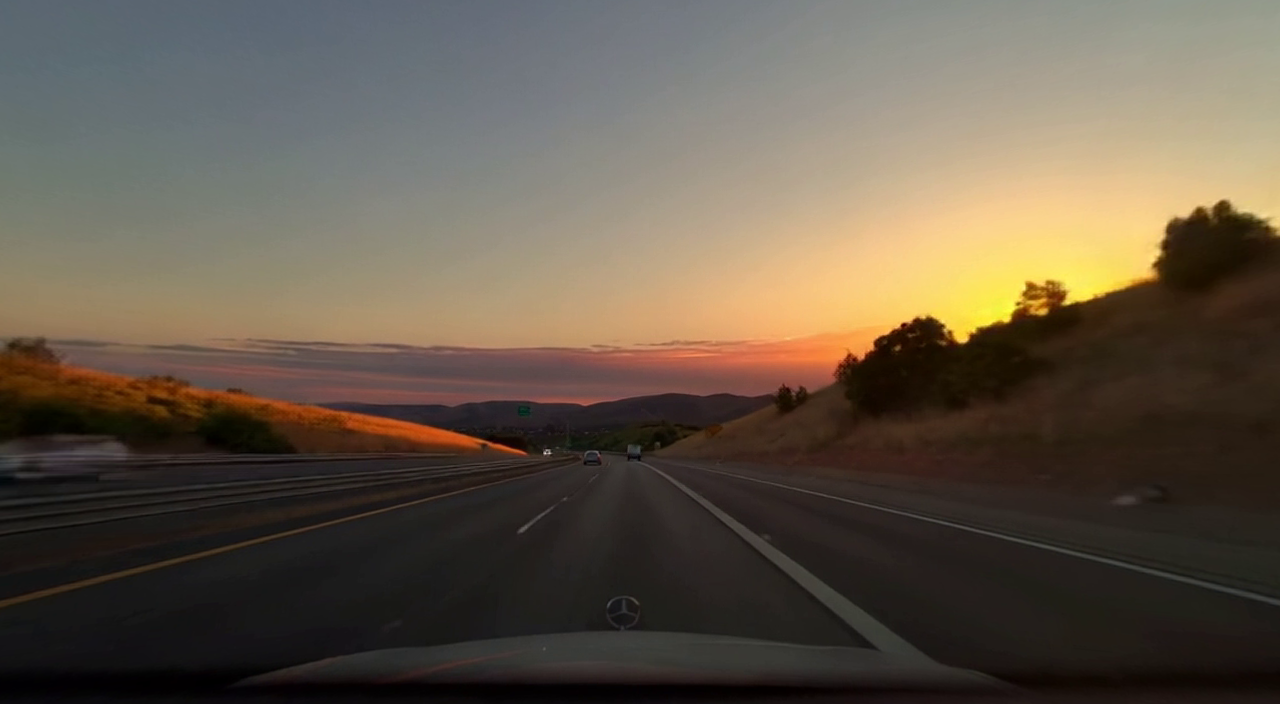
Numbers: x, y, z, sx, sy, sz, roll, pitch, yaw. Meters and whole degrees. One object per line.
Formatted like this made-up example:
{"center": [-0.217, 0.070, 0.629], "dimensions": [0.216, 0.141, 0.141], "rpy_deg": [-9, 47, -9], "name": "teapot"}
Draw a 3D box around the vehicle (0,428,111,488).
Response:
{"center": [-17.732, 2.985, 17.778], "dimensions": [1.840, 1.556, 4.355], "rpy_deg": [0, -9, 0], "name": "vehicle"}
